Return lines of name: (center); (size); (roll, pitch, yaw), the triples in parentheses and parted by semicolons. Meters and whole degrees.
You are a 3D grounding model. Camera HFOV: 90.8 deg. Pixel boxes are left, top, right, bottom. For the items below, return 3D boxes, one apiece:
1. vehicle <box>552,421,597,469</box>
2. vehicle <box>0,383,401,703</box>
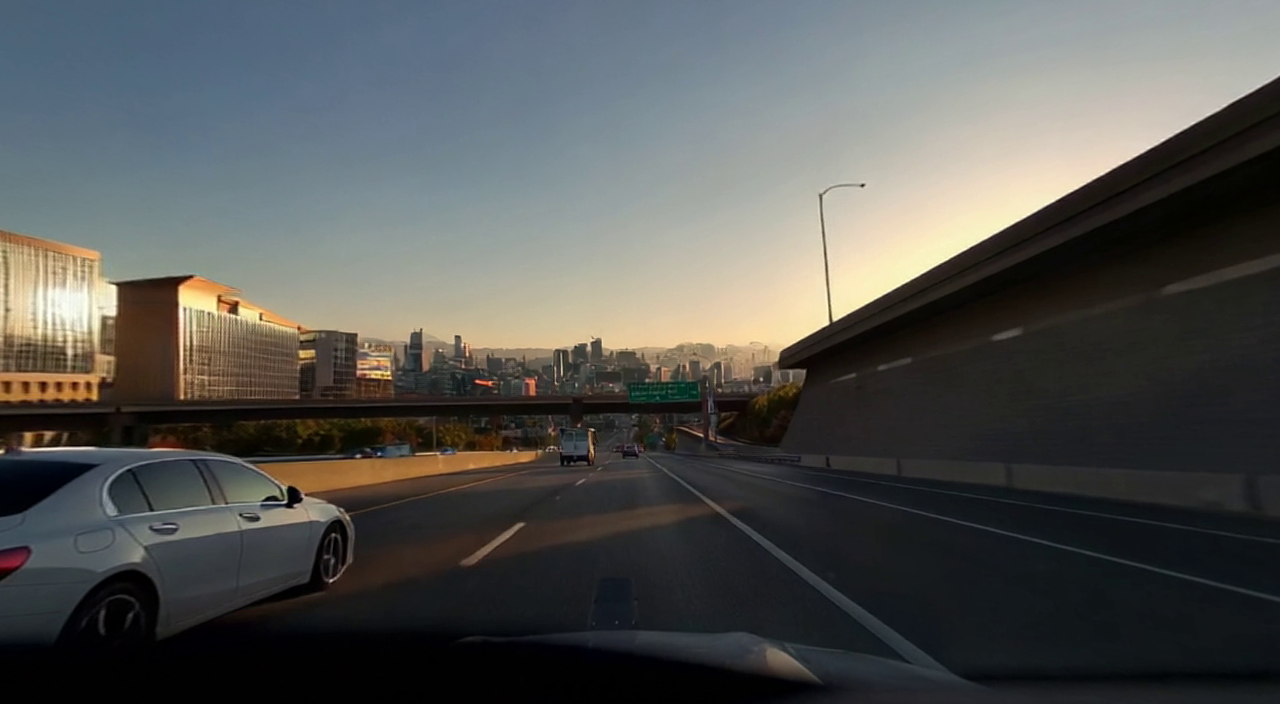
vehicle: (-4.221, 6.193, 42.162); (2.364, 2.953, 6.732); (0, -8, -1)
vehicle: (-3.574, 1.190, 4.413); (2.025, 1.556, 4.594); (0, -8, 0)
